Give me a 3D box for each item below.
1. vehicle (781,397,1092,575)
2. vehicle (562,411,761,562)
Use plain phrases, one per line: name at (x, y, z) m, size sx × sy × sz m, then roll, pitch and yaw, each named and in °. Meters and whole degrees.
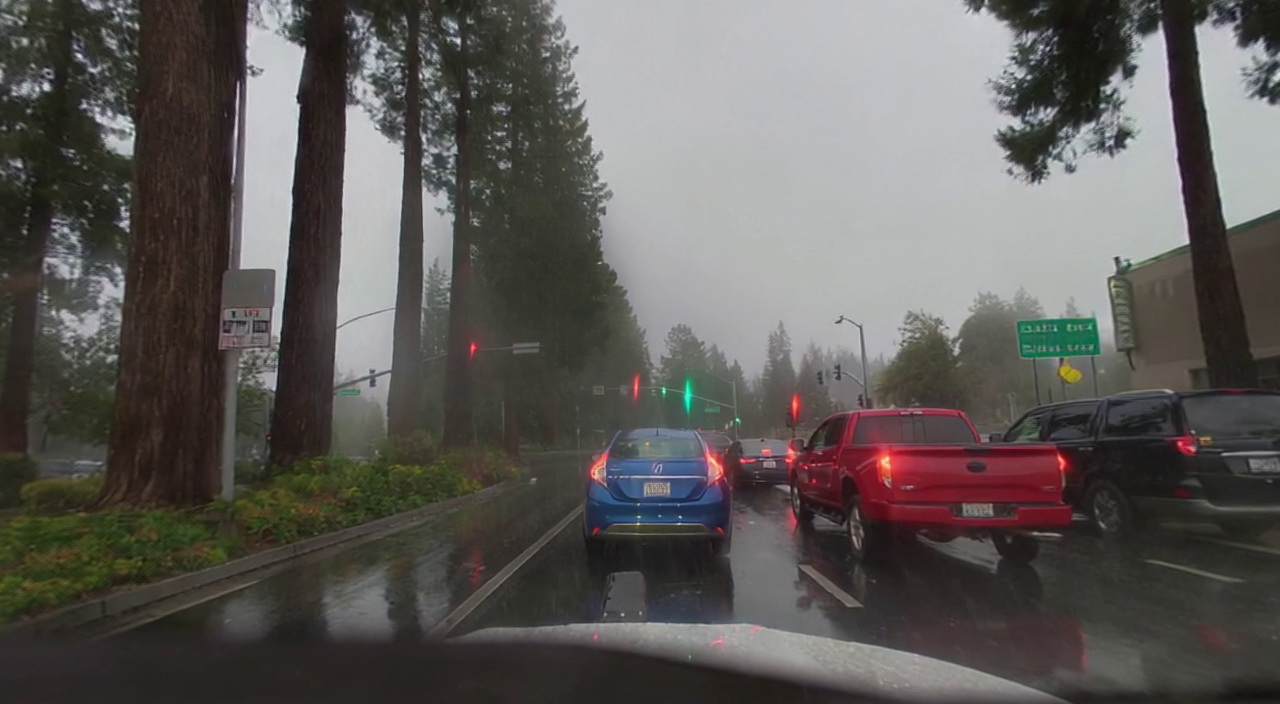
vehicle at (3.386, 1.628, 8.382) m, size 2.099 × 1.725 × 4.290 m, roll 0°, pitch -8°, yaw 1°
vehicle at (0.243, 1.772, 8.981) m, size 2.168 × 1.641 × 4.039 m, roll 0°, pitch -8°, yaw 0°
